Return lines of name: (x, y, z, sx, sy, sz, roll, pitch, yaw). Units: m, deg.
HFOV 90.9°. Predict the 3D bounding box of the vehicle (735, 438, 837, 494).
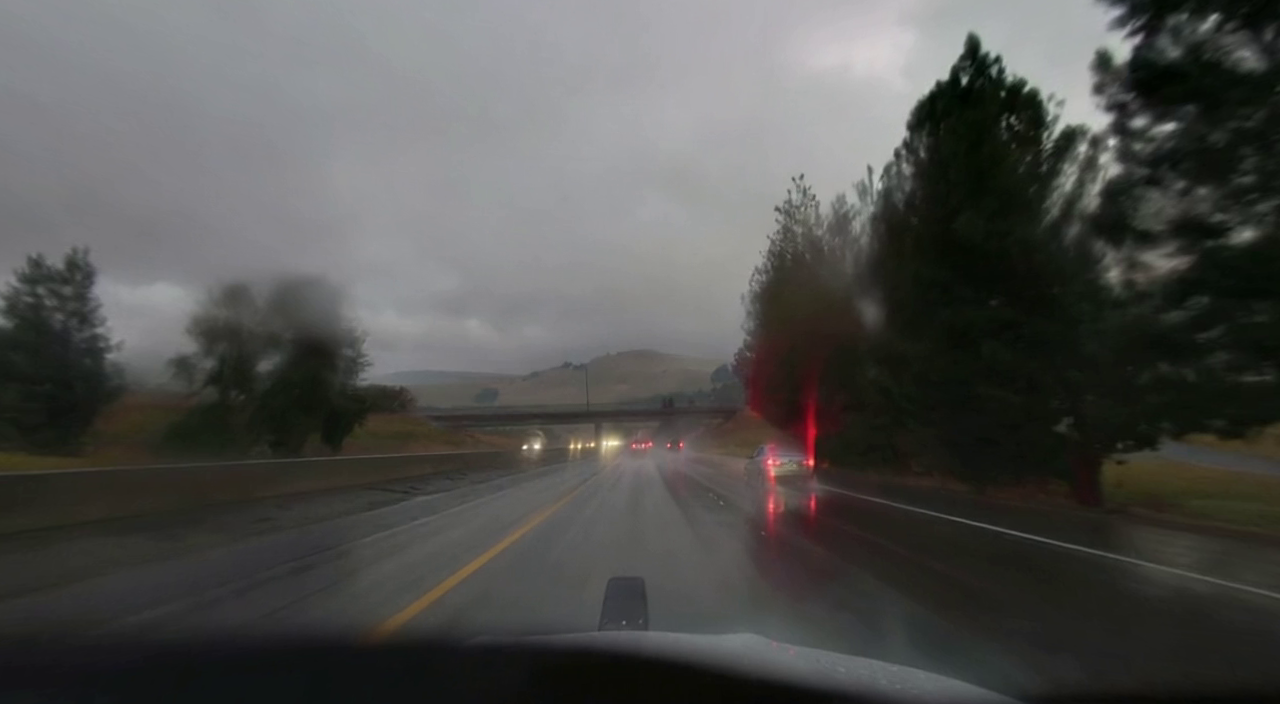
vehicle: (4.304, 3.433, 19.448, 2.027, 1.487, 4.718, 0, -8, 0)
